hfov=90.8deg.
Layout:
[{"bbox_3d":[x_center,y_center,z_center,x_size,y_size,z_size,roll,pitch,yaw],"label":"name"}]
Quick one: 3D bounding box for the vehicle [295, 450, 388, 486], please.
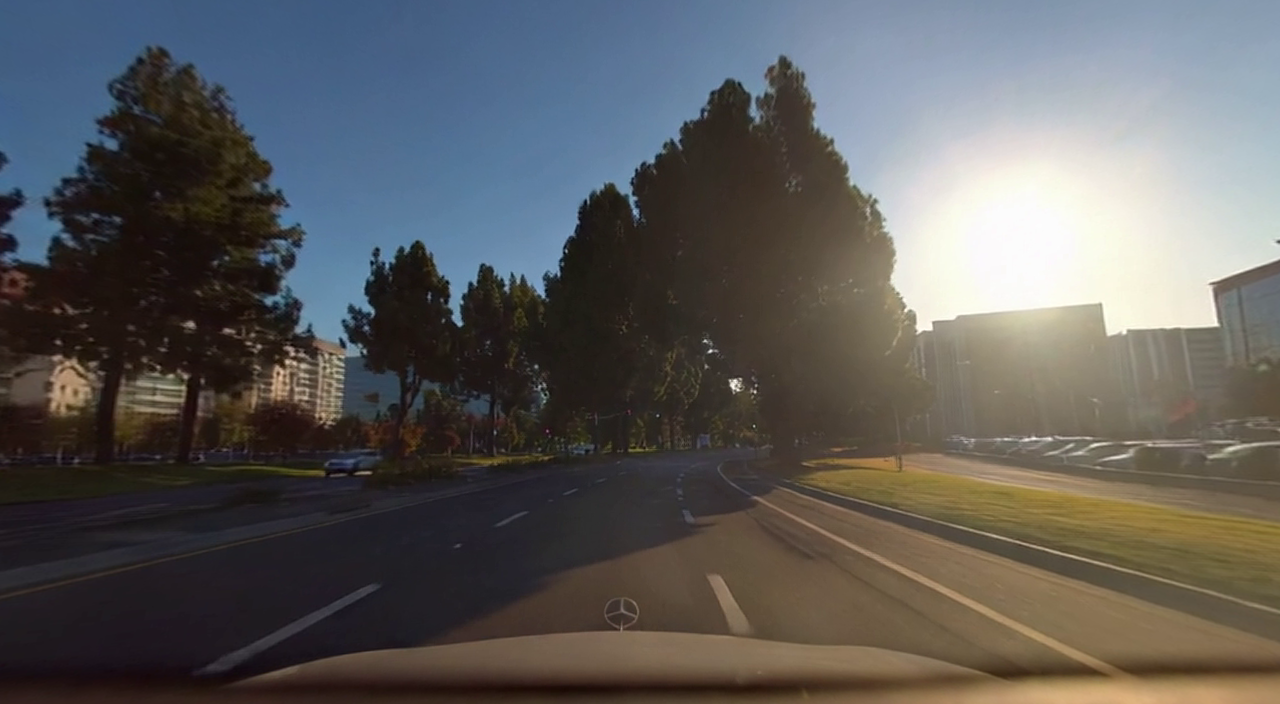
[{"bbox_3d":[-14.028,5.461,30.013,1.842,1.529,4.356,-2,-9,8],"label":"vehicle"}]
